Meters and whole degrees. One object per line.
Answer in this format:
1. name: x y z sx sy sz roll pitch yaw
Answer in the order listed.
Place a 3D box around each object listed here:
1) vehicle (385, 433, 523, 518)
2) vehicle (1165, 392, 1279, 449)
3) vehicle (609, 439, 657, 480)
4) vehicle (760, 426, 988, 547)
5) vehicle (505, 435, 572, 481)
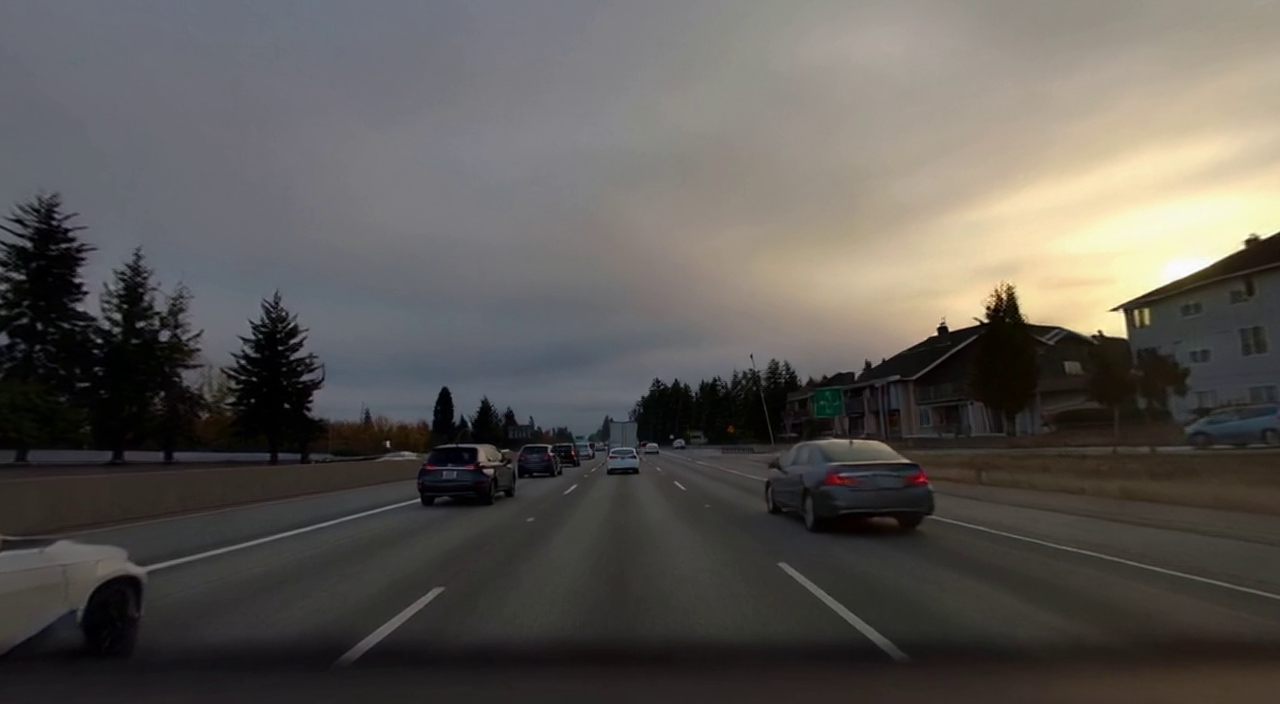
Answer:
1. vehicle: -4.080 2.776 14.639 1.988 1.668 4.021 0 -9 0
2. vehicle: 20.031 2.265 20.392 2.048 1.674 4.106 3 -9 -18
3. vehicle: -0.338 4.892 28.997 2.063 1.703 4.203 0 -9 -1
4. vehicle: 3.469 2.084 10.436 2.027 1.554 4.252 0 -9 -1
5. vehicle: -4.577 4.917 29.559 2.301 1.944 5.482 0 -9 -1
